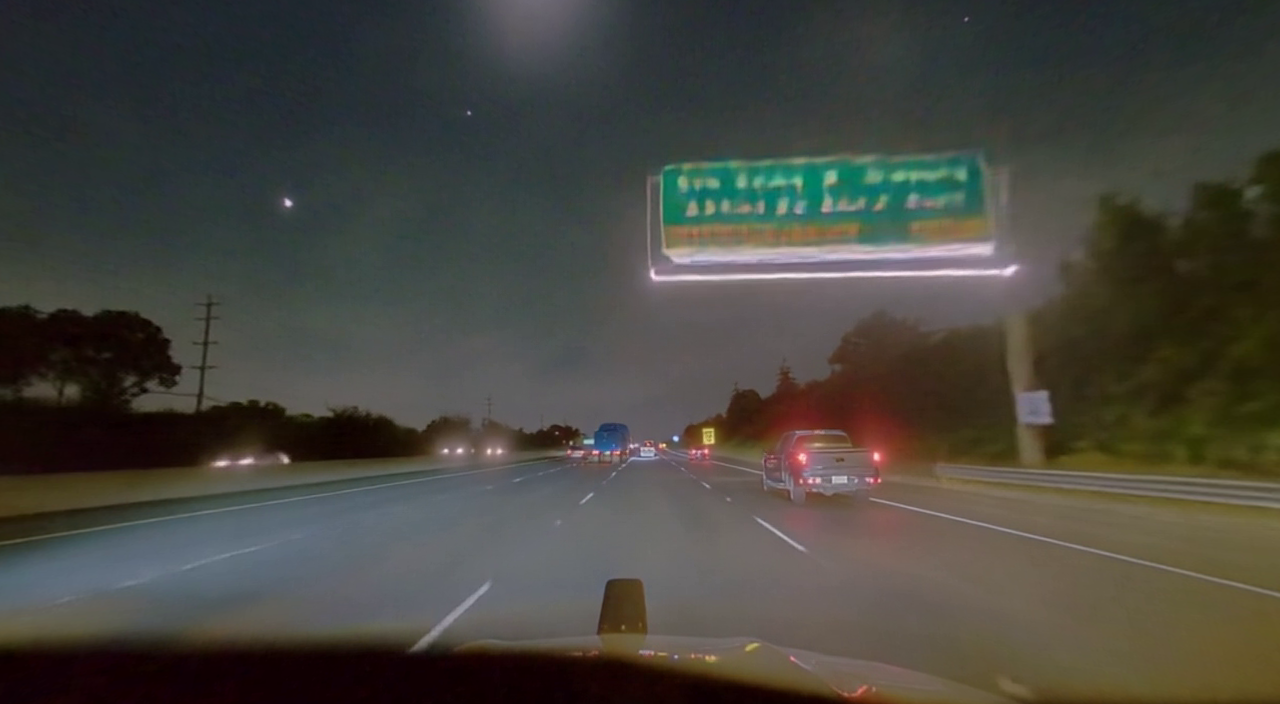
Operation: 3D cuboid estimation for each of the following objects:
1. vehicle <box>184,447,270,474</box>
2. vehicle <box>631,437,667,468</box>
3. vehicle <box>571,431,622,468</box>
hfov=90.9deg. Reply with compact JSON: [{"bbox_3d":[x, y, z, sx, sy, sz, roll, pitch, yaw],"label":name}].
[{"bbox_3d":[-24.434,6.407,37.553,1.892,1.476,4.689,0,-8,1],"label":"vehicle"},{"bbox_3d":[0.620,6.922,43.682,2.309,2.023,5.130,0,-8,0],"label":"vehicle"},{"bbox_3d":[-3.087,7.569,49.671,2.854,2.379,16.653,-1,-8,0],"label":"vehicle"}]
